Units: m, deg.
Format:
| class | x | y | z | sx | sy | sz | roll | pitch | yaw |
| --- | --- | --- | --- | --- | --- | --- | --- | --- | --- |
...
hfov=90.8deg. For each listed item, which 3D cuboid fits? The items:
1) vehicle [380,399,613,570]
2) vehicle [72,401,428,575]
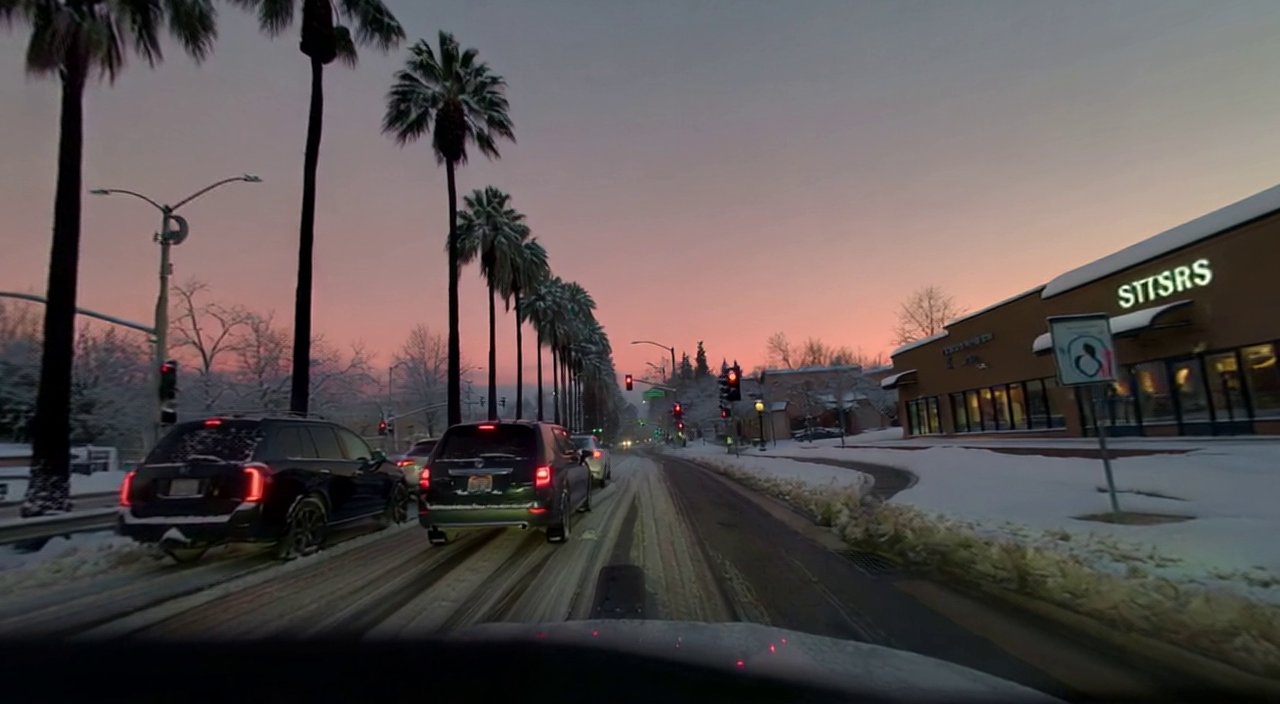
| class | x | y | z | sx | sy | sz | roll | pitch | yaw |
| --- | --- | --- | --- | --- | --- | --- | --- | --- | --- |
| vehicle | -1.584 | 1.705 | 8.804 | 2.153 | 1.759 | 4.320 | 0 | -9 | 1 |
| vehicle | -5.021 | 1.826 | 9.264 | 2.025 | 1.862 | 4.804 | 0 | -9 | 1 |
